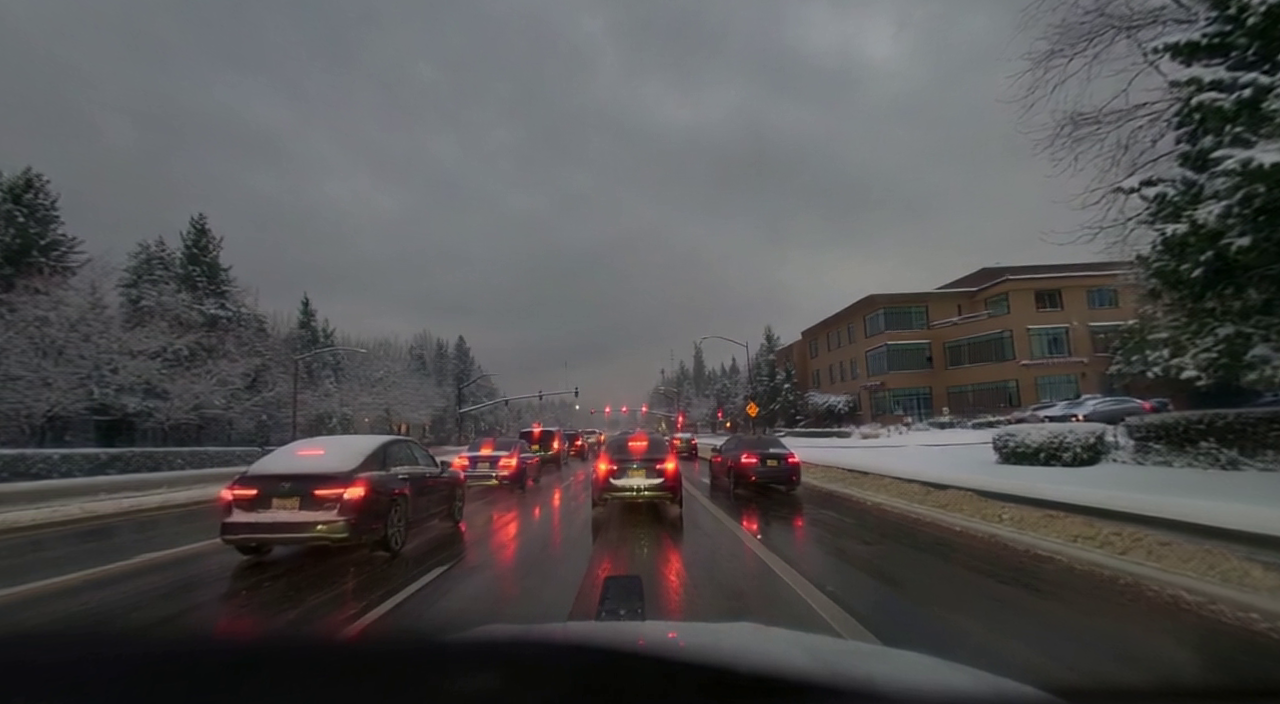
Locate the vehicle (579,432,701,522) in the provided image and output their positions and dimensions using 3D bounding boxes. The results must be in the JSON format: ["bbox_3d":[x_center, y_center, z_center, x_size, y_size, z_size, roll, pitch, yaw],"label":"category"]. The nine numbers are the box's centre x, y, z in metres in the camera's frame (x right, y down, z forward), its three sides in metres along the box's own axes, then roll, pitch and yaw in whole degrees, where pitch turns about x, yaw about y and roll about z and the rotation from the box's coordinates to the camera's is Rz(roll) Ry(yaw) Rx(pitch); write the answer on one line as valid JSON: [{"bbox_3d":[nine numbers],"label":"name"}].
[{"bbox_3d":[-0.073,2.366,12.512,2.007,1.467,4.059,0,-8,-2],"label":"vehicle"}]

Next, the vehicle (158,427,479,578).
[{"bbox_3d":[-3.757,1.816,8.513,2.052,1.475,4.341,0,-8,0],"label":"vehicle"}]

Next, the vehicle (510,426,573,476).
[{"bbox_3d":[-3.979,4.092,26.332,2.054,1.881,4.469,0,-8,-2],"label":"vehicle"}]

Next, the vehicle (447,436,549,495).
[{"bbox_3d":[-3.883,3.168,18.066,1.985,1.467,4.224,0,-8,0],"label":"vehicle"}]

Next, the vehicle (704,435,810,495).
[{"bbox_3d":[3.117,3.120,17.862,1.978,1.452,4.381,0,-8,-3],"label":"vehicle"}]
